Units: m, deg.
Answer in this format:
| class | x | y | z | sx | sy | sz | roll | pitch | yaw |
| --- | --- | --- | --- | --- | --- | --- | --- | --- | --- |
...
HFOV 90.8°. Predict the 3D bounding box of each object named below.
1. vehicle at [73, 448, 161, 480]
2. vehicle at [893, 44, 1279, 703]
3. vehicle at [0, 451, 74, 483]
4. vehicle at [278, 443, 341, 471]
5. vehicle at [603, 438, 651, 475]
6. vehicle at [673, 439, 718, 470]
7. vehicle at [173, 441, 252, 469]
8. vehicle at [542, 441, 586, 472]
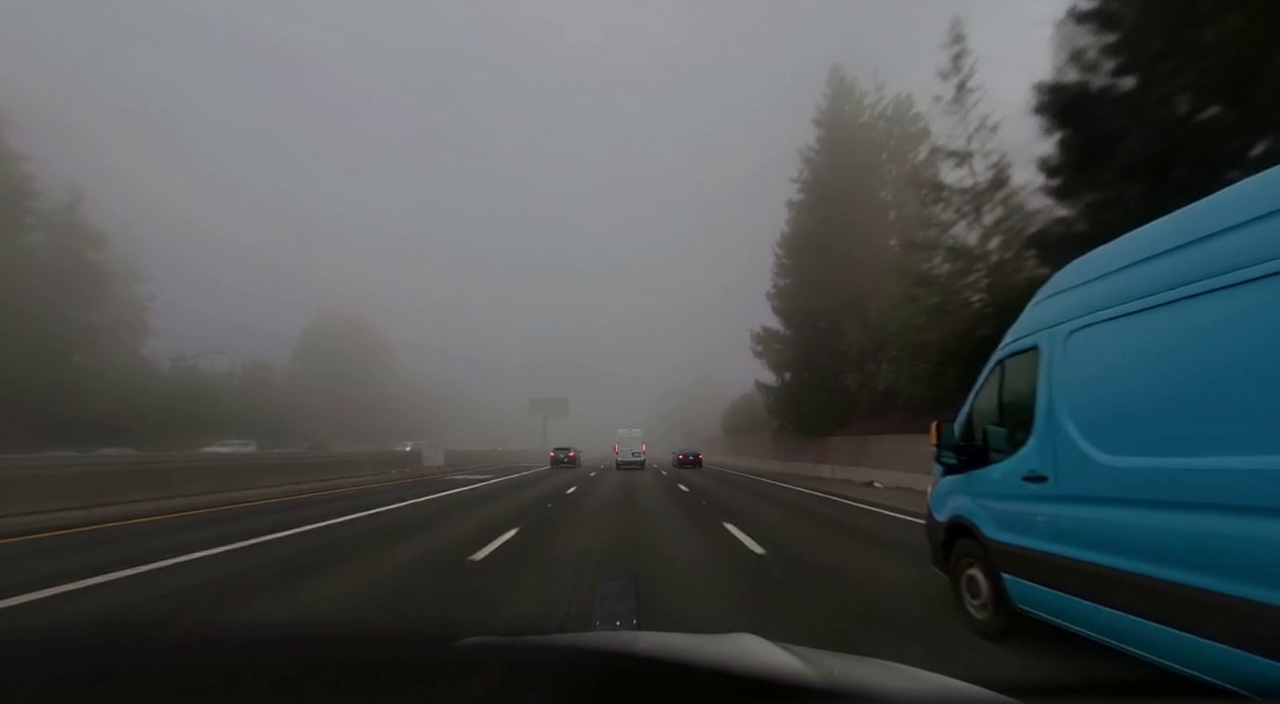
| class | x | y | z | sx | sy | sz | roll | pitch | yaw |
| --- | --- | --- | --- | --- | --- | --- | --- | --- | --- |
| vehicle | -25.017 | 5.325 | 30.350 | 1.448 | 1.423 | 3.208 | 0 | -9 | 0 |
| vehicle | 3.558 | 0.255 | 1.999 | 2.631 | 2.709 | 6.496 | 0 | -9 | -1 |
| vehicle | -29.013 | 5.401 | 29.863 | 1.463 | 1.405 | 3.249 | 0 | -9 | -1 |
| vehicle | -17.821 | 5.652 | 34.210 | 1.614 | 1.437 | 3.291 | 0 | -9 | -1 |
| vehicle | -0.651 | 5.379 | 32.762 | 2.297 | 1.783 | 4.355 | 0 | -9 | -1 |
| vehicle | 3.303 | 6.173 | 38.305 | 2.160 | 1.759 | 4.214 | 0 | -9 | -2 |
| vehicle | -29.501 | 7.134 | 43.801 | 2.111 | 1.796 | 4.935 | 0 | -9 | -2 |
| vehicle | -4.328 | 6.016 | 36.569 | 2.023 | 1.709 | 4.263 | 0 | -9 | 0 |
